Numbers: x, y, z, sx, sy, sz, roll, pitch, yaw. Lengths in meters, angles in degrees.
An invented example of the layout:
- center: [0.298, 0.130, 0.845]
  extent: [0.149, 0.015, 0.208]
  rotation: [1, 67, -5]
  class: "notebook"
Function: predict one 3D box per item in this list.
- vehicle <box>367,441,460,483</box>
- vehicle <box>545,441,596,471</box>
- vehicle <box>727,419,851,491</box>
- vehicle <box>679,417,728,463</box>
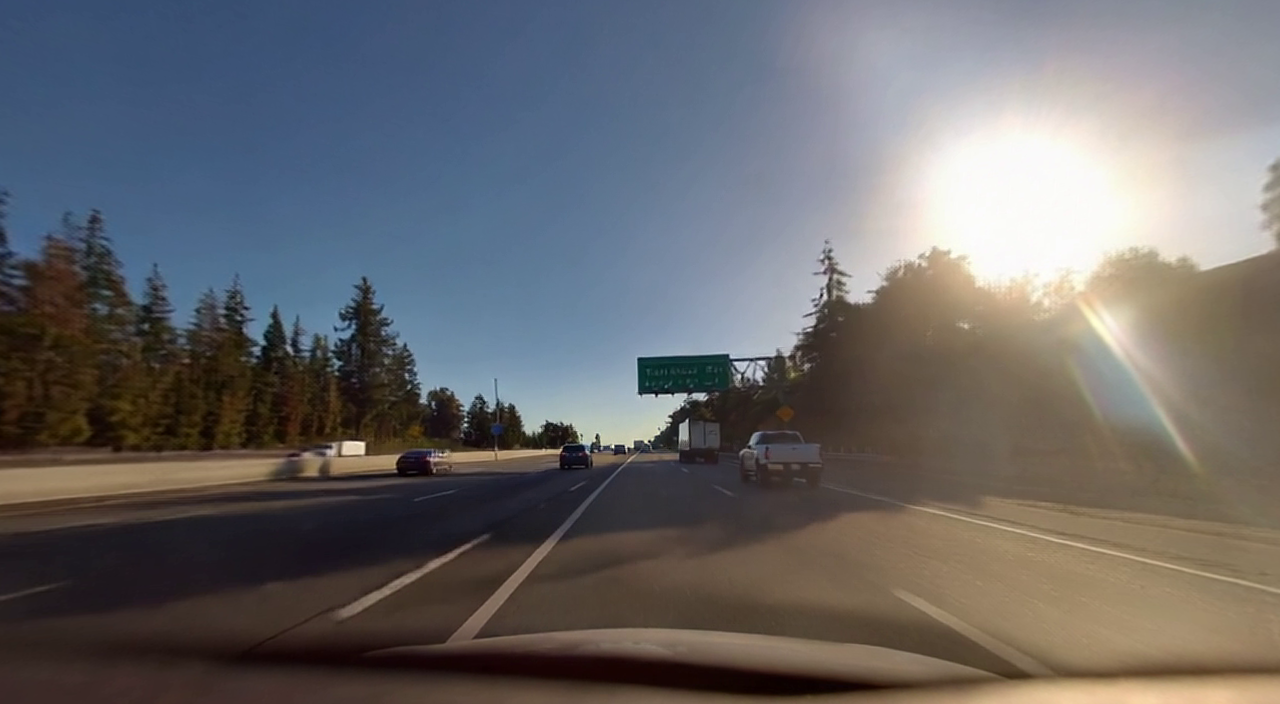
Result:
- center: [-8.682, 4.217, 24.625]
  extent: [1.899, 1.465, 4.589]
  rotation: [0, -8, 0]
  class: "vehicle"
- center: [-3.537, 5.374, 32.802]
  extent: [1.981, 1.473, 4.317]
  rotation: [0, -8, 2]
  class: "vehicle"
- center: [4.497, 3.292, 20.441]
  extent: [2.355, 1.930, 6.633]
  rotation: [0, -8, -1]
  class: "vehicle"
- center: [4.524, 6.464, 46.243]
  extent: [2.732, 3.052, 7.118]
  rotation: [0, -8, -1]
  class: "vehicle"
